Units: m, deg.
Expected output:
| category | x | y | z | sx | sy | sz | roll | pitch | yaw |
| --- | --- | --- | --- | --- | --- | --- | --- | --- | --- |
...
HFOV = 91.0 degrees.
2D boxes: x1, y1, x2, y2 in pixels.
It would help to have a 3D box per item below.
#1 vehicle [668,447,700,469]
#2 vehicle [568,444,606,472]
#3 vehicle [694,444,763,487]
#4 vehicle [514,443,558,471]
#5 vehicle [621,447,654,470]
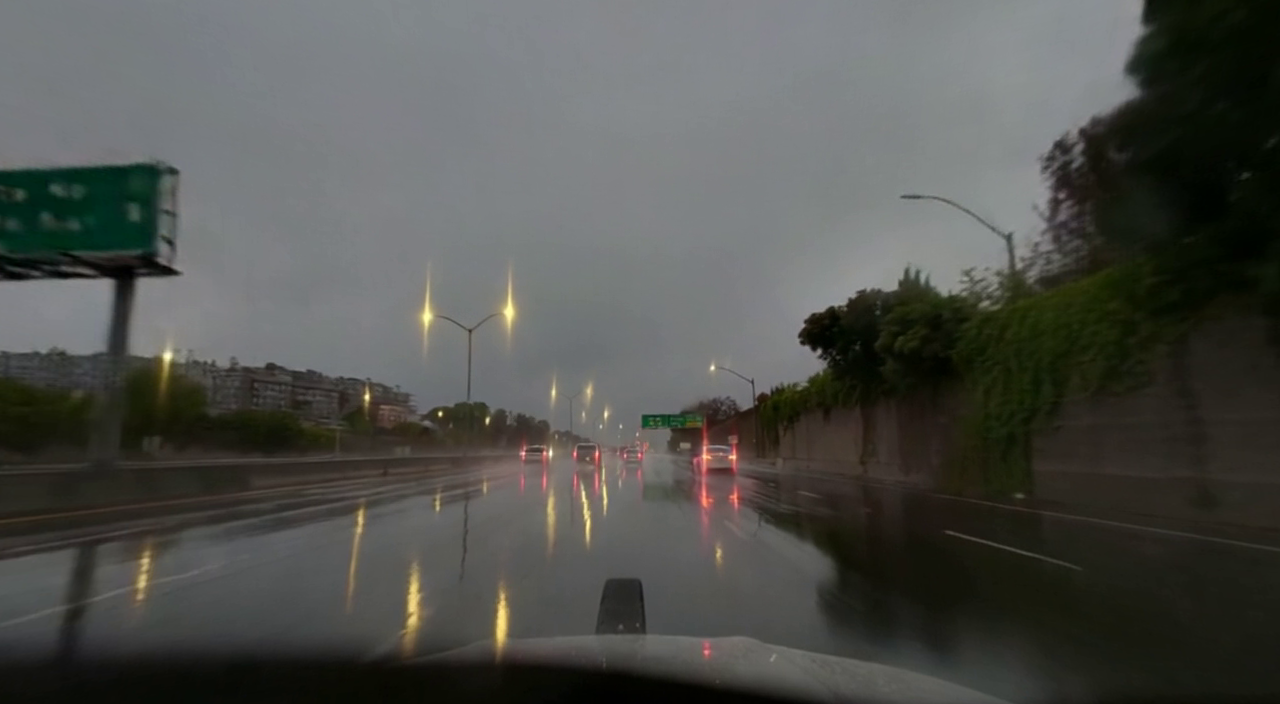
| category | x | y | z | sx | sy | sz | roll | pitch | yaw |
| --- | --- | --- | --- | --- | --- | --- | --- | --- | --- |
| vehicle | 3.208 | 7.809 | 46.391 | 2.036 | 1.517 | 4.256 | 0 | -9 | 0 |
| vehicle | -3.308 | 6.701 | 40.112 | 2.091 | 1.664 | 4.157 | 0 | -9 | 0 |
| vehicle | 3.428 | 4.514 | 25.389 | 2.077 | 1.527 | 4.553 | 0 | -9 | -1 |
| vehicle | -6.850 | 6.953 | 41.972 | 2.112 | 1.721 | 4.381 | 0 | -9 | 1 |
| vehicle | -0.177 | 7.311 | 43.588 | 2.166 | 1.496 | 4.158 | 0 | -9 | 0 |
